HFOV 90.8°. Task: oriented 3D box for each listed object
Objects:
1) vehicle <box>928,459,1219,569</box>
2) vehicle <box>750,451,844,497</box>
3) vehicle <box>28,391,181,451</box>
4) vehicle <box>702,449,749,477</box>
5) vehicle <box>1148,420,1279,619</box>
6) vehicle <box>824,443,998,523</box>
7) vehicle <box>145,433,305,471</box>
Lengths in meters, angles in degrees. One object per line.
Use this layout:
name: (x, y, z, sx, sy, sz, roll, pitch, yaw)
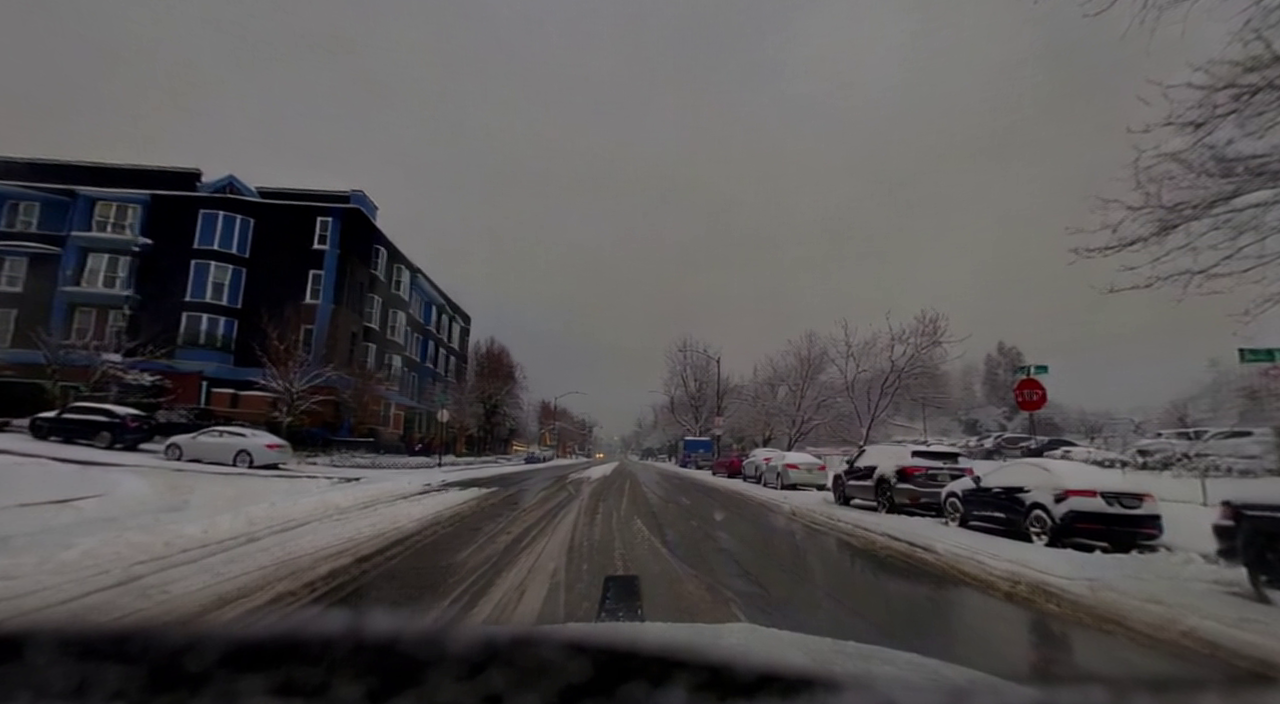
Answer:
vehicle: (6.882, 2.567, 10.739, 1.900, 1.368, 4.176, 1, -8, -1)
vehicle: (5.970, 4.678, 24.748, 2.122, 1.554, 4.777, 1, -8, -5)
vehicle: (-20.637, 2.663, 24.401, 4.598, 1.645, 2.019, 6, -7, 15)
vehicle: (4.994, 6.500, 37.349, 1.901, 1.495, 4.340, 1, -8, -4)
vehicle: (6.953, 1.363, 4.601, 2.181, 1.792, 5.066, 1, -8, -1)
vehicle: (6.606, 3.200, 16.165, 1.917, 1.704, 4.840, 1, -8, -5)
vehicle: (-15.523, 3.771, 23.933, 4.603, 1.335, 1.889, 2, -9, -12)
